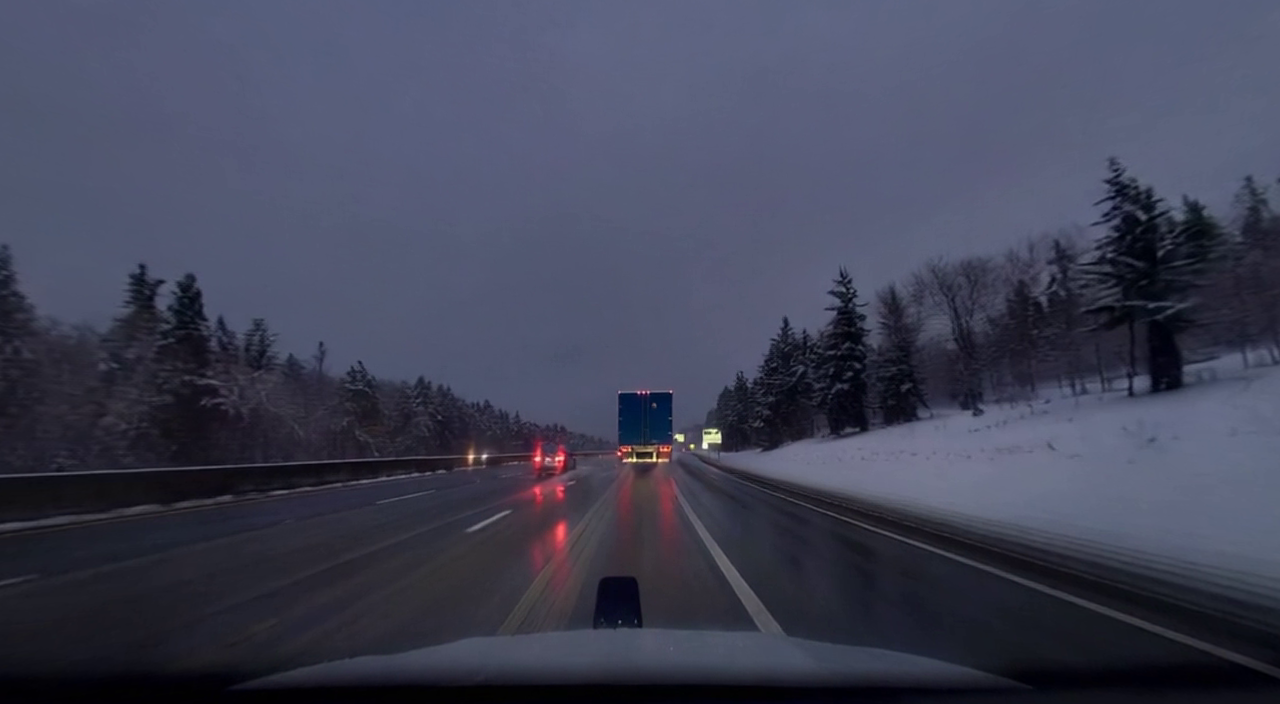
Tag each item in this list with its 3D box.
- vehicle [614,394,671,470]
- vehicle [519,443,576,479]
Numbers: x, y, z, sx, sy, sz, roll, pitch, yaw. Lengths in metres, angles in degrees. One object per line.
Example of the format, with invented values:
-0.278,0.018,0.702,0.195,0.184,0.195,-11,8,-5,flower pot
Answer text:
0.291,5.188,39.551,3.123,4.094,10.812,-1,-9,2,vehicle
-4.160,4.947,28.717,1.895,1.500,3.808,-1,-9,2,vehicle
